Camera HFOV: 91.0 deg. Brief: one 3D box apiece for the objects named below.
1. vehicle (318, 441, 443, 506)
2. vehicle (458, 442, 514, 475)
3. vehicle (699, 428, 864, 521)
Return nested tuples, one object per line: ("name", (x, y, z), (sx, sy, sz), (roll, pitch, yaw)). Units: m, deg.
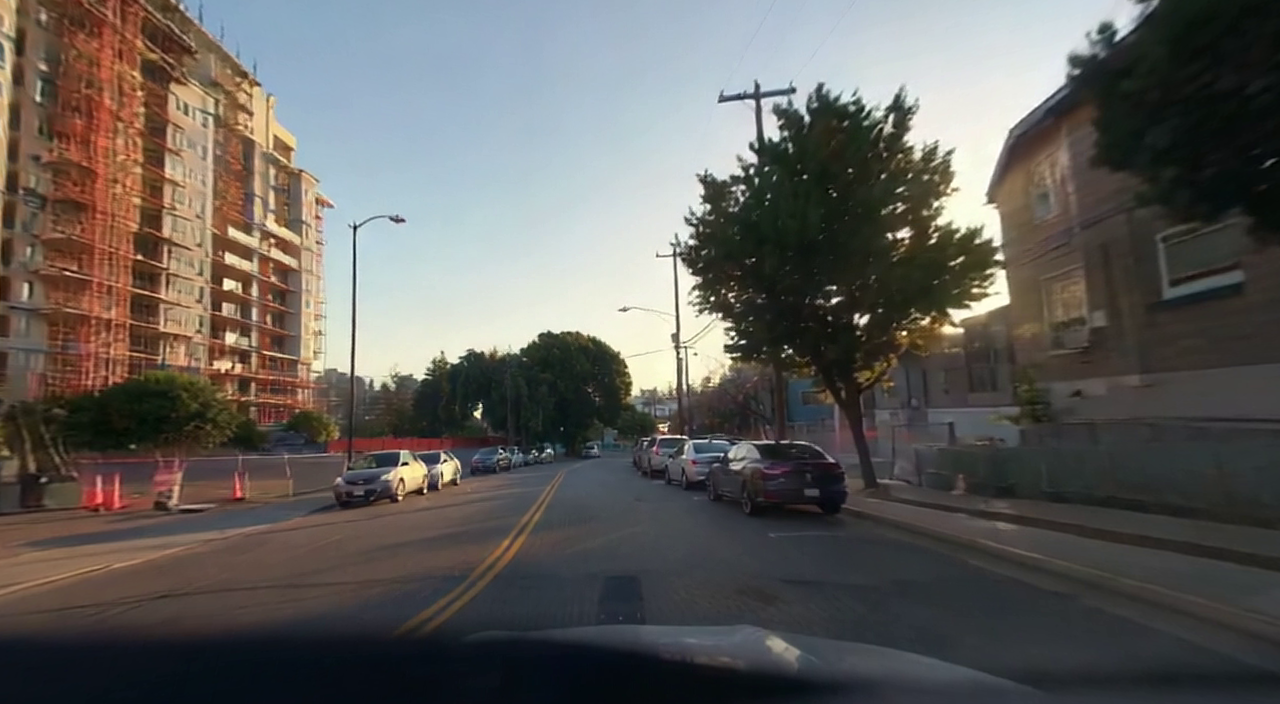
("vehicle", (-7.713, 3.717, 19.312), (1.996, 1.578, 4.806), (-4, -10, -3))
("vehicle", (-9.606, 6.645, 39.701), (2.194, 1.861, 5.725), (0, -8, -1))
("vehicle", (2.727, 2.500, 13.533), (1.976, 1.588, 4.968), (1, -8, -5))
